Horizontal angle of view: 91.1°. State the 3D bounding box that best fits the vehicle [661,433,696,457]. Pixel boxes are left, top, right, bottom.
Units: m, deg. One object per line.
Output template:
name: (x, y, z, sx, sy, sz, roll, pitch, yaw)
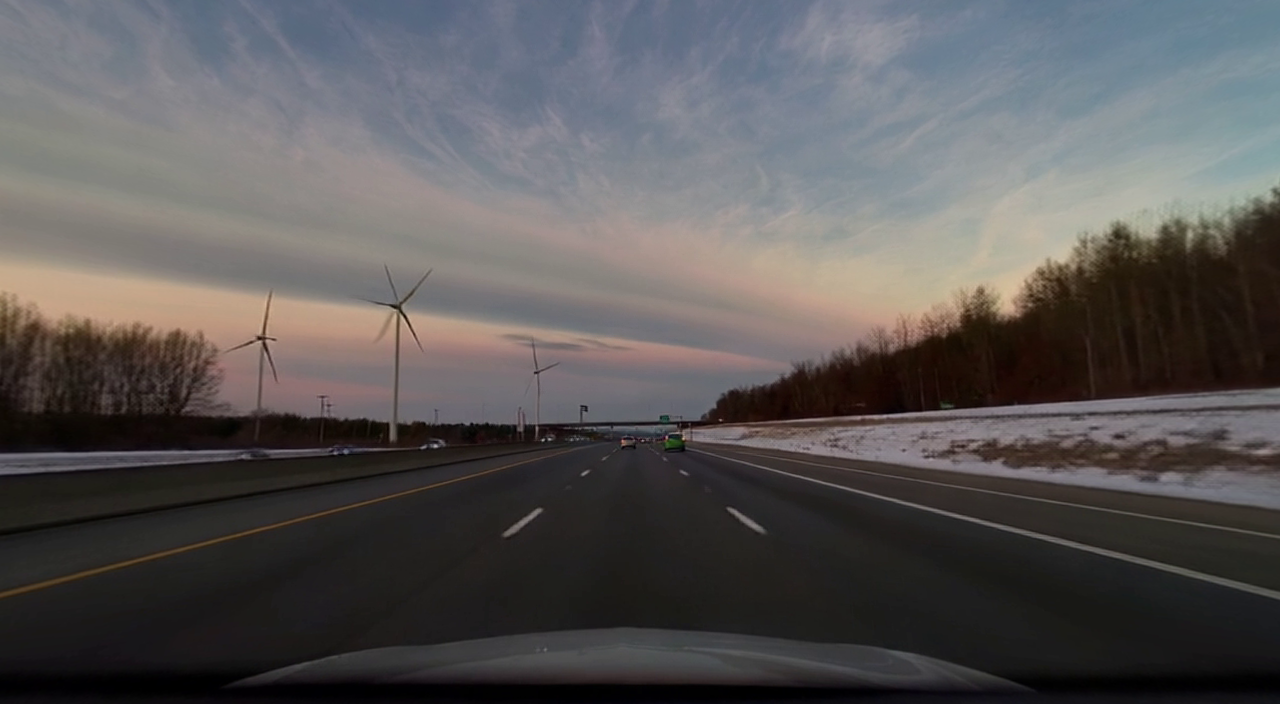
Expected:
vehicle: (2.615, 6.466, 43.915, 2.041, 1.551, 3.974, 0, -8, -3)
